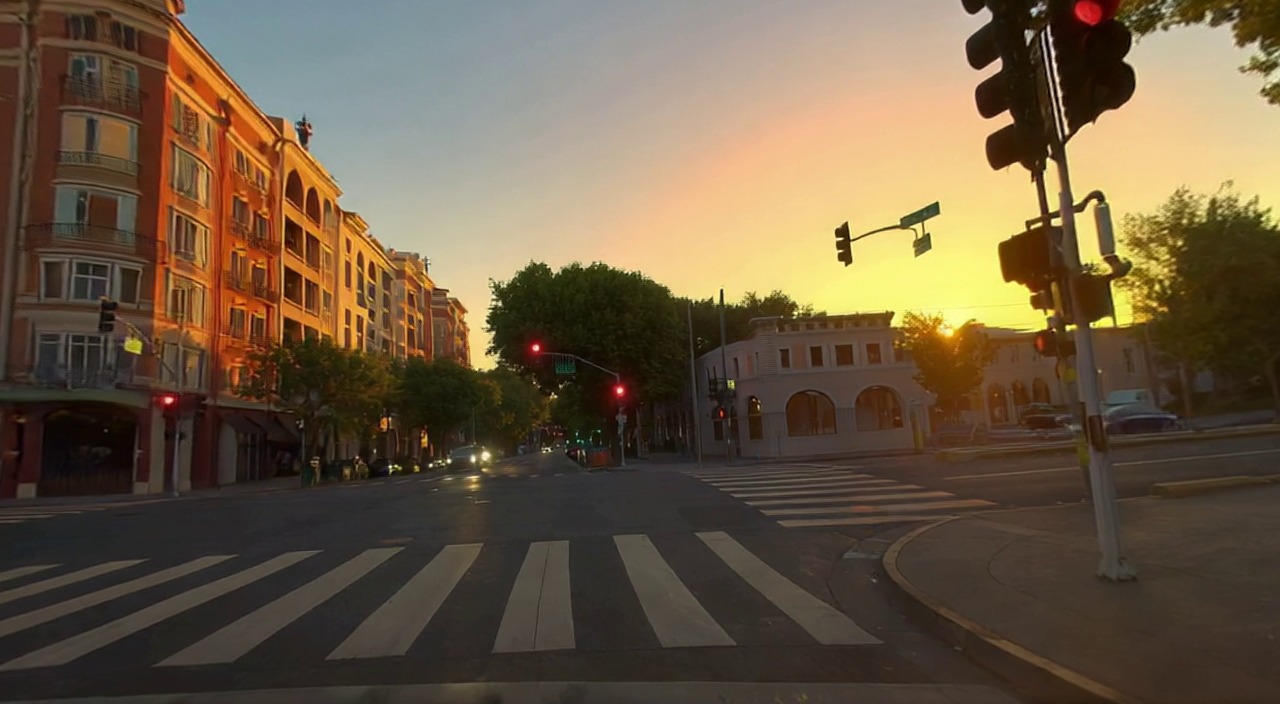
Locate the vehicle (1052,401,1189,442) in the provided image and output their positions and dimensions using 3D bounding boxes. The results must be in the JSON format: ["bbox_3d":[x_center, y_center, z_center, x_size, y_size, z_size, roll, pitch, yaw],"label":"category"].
[{"bbox_3d":[20.502,3.012,27.025,4.626,1.636,2.004,2,-9,-13],"label":"vehicle"}]

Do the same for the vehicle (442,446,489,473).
[{"bbox_3d":[-10.455,6.470,38.154,2.196,1.503,4.371,1,-9,-8],"label":"vehicle"}]
